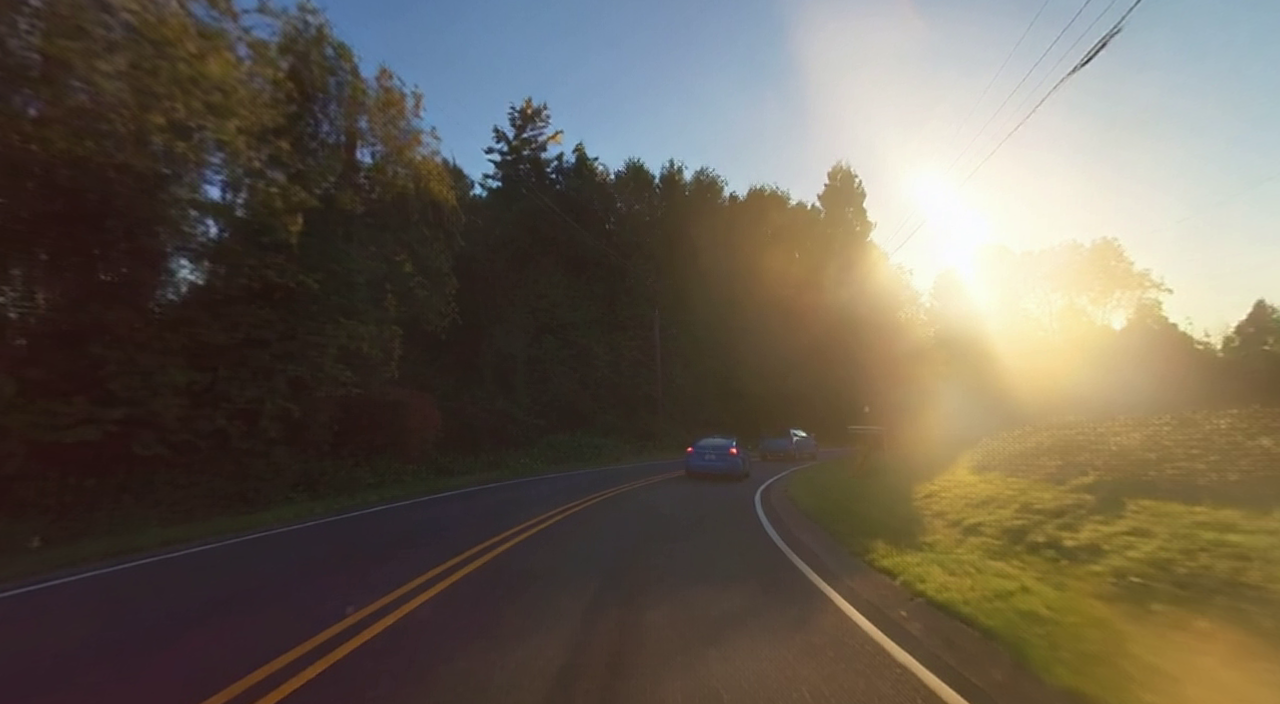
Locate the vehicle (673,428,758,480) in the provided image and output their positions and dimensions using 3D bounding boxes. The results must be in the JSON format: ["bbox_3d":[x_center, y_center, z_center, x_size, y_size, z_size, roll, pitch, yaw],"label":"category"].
[{"bbox_3d":[2.714,3.489,21.734,2.157,1.565,4.243,-3,-9,17],"label":"vehicle"}]

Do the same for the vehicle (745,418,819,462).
[{"bbox_3d":[7.893,4.824,34.469,2.376,2.145,5.953,-5,-9,28],"label":"vehicle"}]
